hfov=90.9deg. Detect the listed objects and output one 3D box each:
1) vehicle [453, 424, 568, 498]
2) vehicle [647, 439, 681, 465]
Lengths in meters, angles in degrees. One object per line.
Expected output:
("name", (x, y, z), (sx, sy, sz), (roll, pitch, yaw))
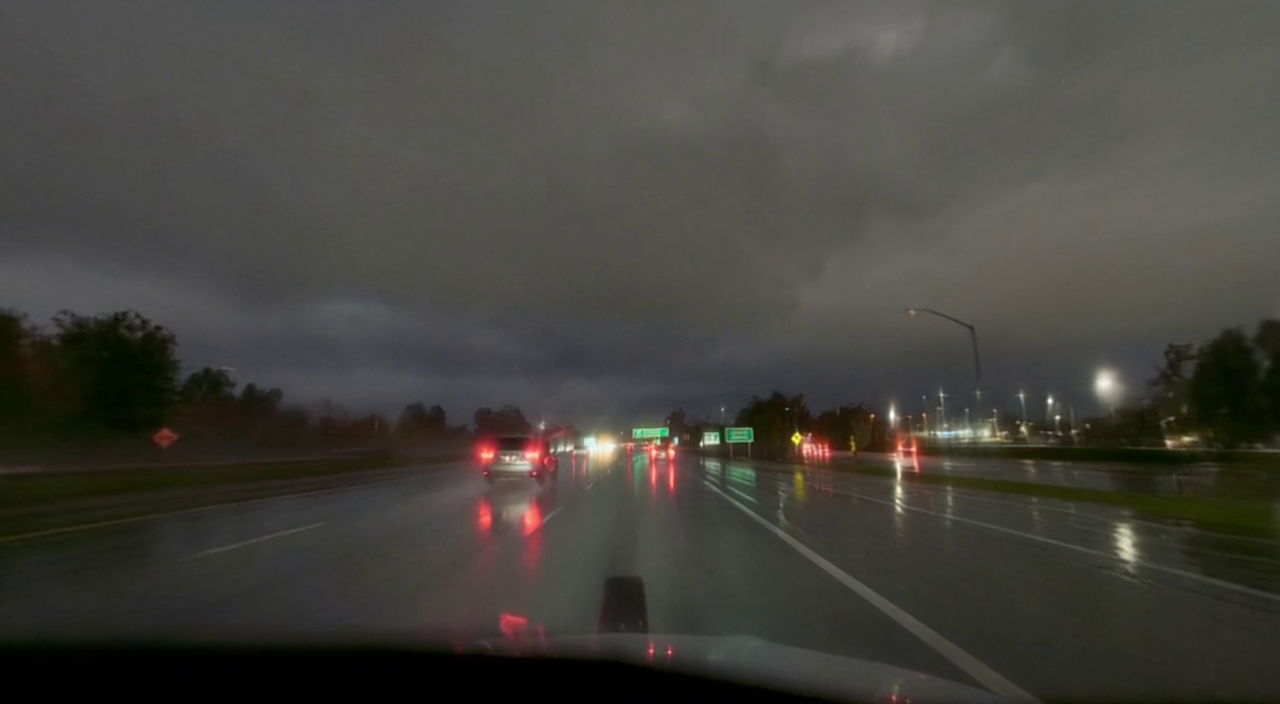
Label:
("vehicle", (-3.400, 2.974, 17.574), (2.214, 1.759, 4.435), (-1, -8, 1))
("vehicle", (1.509, 6.431, 40.671), (2.023, 1.589, 4.030), (-1, -8, 1))
